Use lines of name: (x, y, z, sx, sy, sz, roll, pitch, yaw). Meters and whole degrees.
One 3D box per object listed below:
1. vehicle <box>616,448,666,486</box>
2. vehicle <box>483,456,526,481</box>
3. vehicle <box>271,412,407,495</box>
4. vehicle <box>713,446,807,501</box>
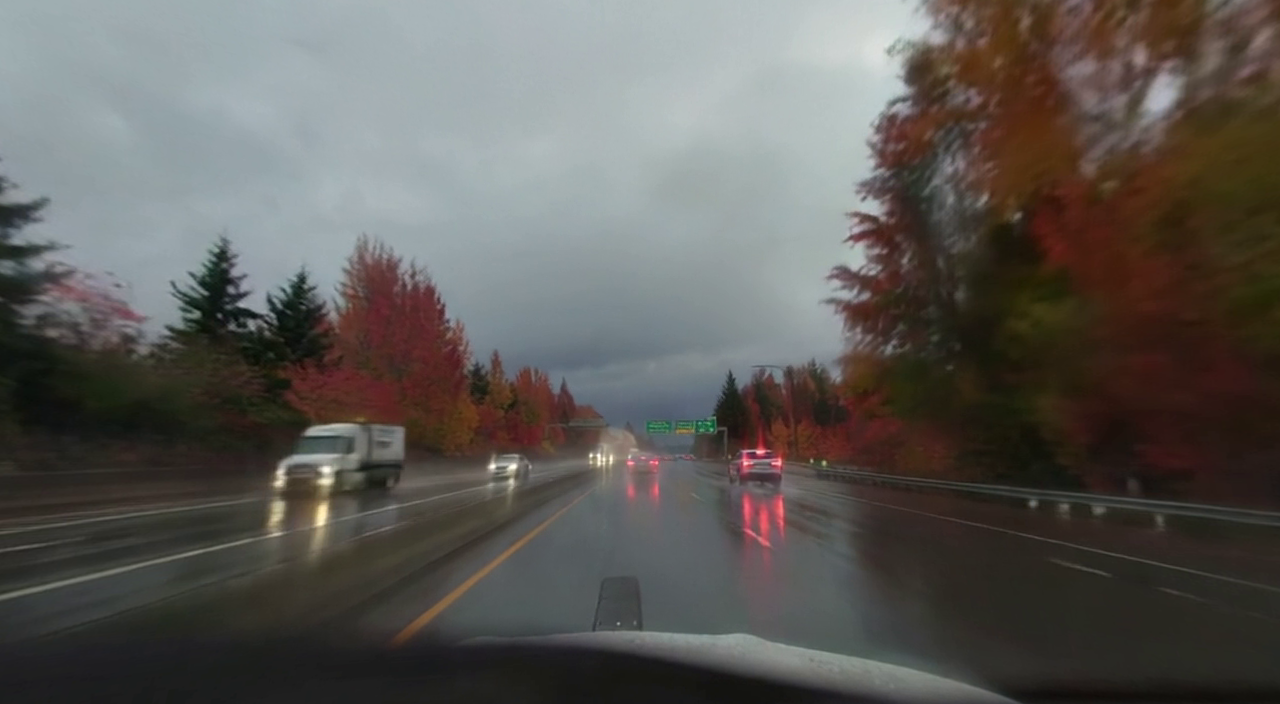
vehicle: (0.036, 5.166, 28.421, 2.070, 1.546, 4.648, 0, -9, 0)
vehicle: (-8.911, 7.657, 41.528, 1.839, 1.487, 4.458, 0, -9, 1)
vehicle: (-13.988, 4.810, 29.965, 2.796, 3.428, 7.049, 0, -9, 1)
vehicle: (3.702, 3.821, 20.167, 2.119, 1.557, 4.163, 0, -9, -1)
